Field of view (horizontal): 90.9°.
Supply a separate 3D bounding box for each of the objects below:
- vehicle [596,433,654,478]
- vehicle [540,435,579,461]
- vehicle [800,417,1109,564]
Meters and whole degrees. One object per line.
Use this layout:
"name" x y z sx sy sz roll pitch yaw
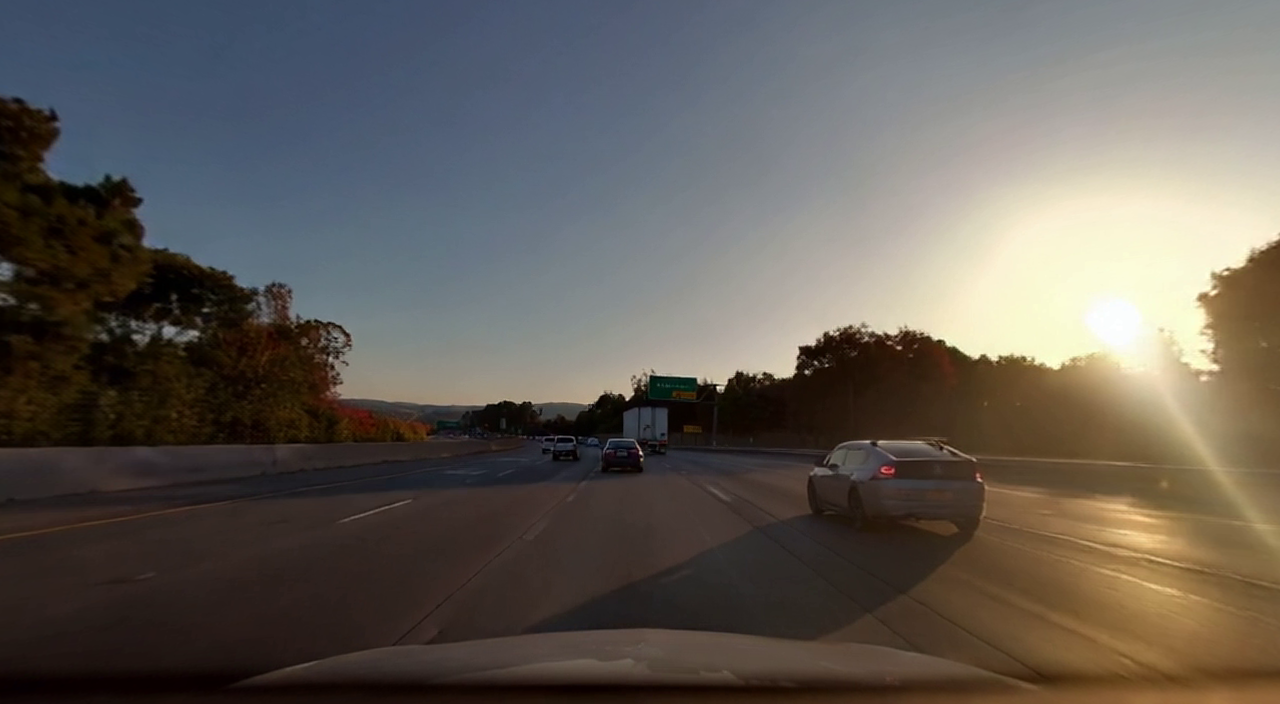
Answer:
"vehicle" -0.572 3.857 23.751 2.020 1.516 3.951 0 -9 -2
"vehicle" -4.914 5.928 39.014 2.072 1.512 4.043 0 -9 -2
"vehicle" 3.772 1.738 8.648 1.971 1.472 4.301 0 -9 -1
